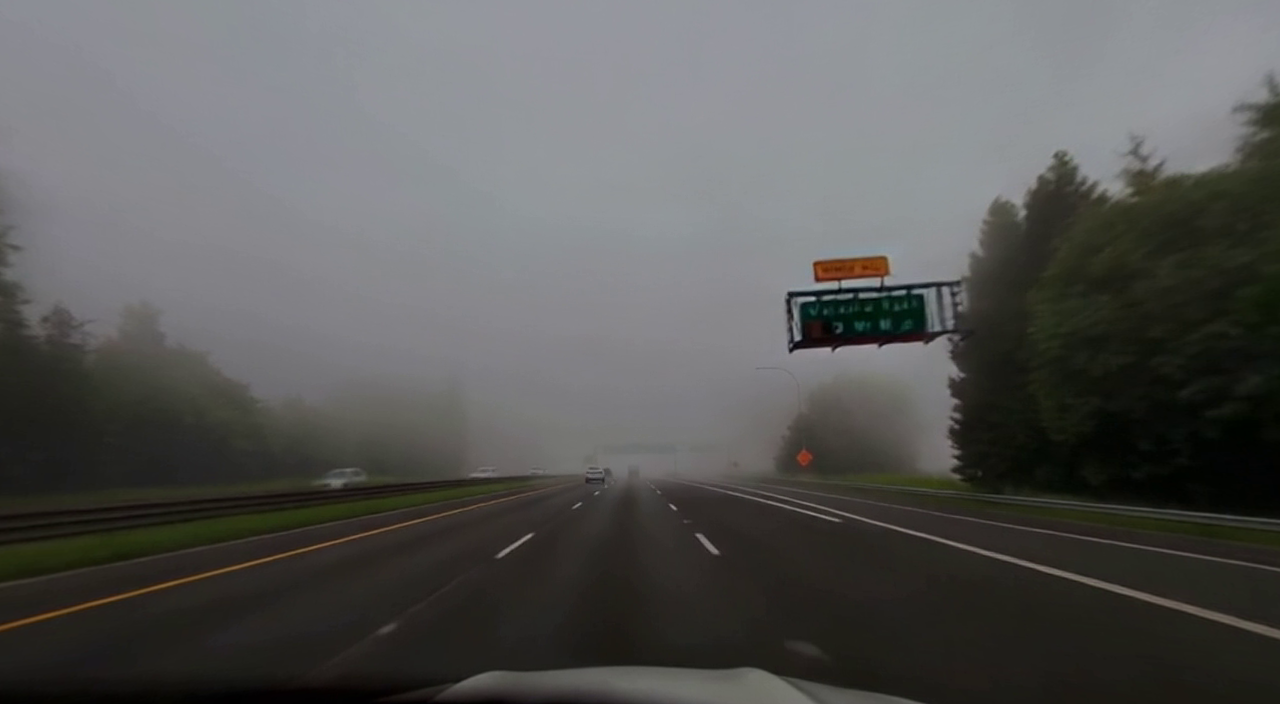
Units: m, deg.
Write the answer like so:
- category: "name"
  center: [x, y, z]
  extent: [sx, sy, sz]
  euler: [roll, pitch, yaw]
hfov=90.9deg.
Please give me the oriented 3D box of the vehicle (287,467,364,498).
- category: "vehicle"
  center: [-16.574, 6.885, 33.447]
  extent: [1.870, 1.442, 4.119]
  euler: [1, -11, 0]
